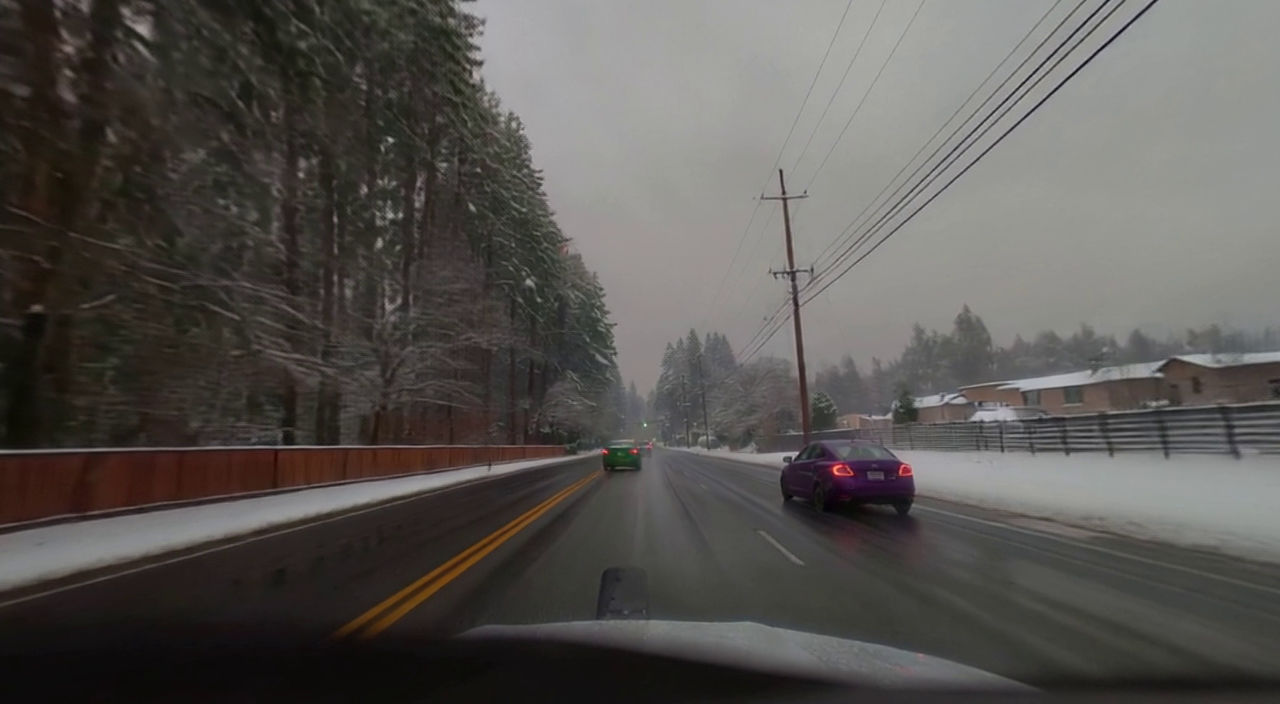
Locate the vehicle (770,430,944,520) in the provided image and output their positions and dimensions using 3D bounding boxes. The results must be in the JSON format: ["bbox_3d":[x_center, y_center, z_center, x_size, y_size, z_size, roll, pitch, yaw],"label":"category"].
[{"bbox_3d":[4.151,2.392,12.989,1.943,1.471,4.515,-1,-8,0],"label":"vehicle"}]

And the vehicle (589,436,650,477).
[{"bbox_3d":[-0.779,4.372,26.854,2.206,1.525,4.695,-1,-8,2],"label":"vehicle"}]
